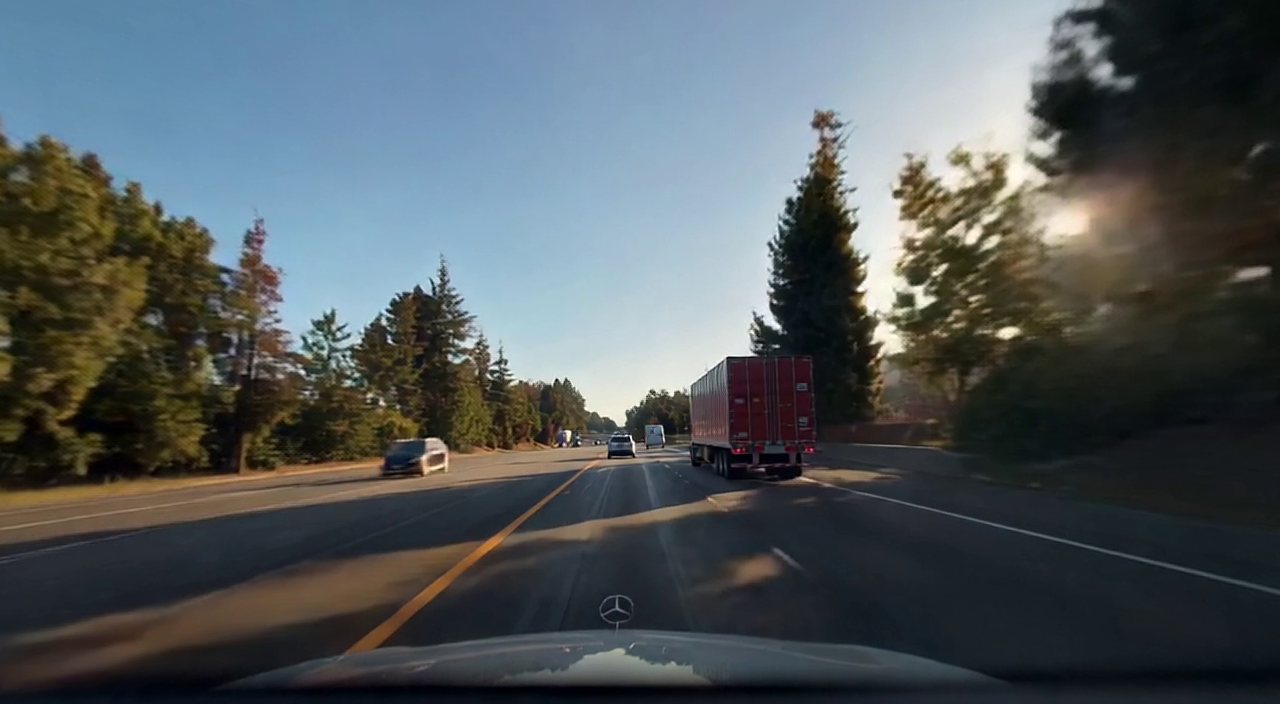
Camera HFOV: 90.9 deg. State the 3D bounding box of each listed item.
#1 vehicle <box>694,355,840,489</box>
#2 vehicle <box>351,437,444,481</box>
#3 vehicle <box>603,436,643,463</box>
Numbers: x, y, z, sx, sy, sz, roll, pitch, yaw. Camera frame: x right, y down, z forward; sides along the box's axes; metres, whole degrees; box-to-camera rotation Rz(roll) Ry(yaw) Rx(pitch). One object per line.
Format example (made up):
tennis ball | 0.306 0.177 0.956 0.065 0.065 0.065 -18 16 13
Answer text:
vehicle | 3.695 2.371 20.814 2.921 3.526 8.207 0 -8 -1
vehicle | -9.728 4.277 25.742 1.990 1.588 4.607 0 -8 -1
vehicle | -1.003 5.734 37.259 2.259 1.466 3.693 0 -8 -1
